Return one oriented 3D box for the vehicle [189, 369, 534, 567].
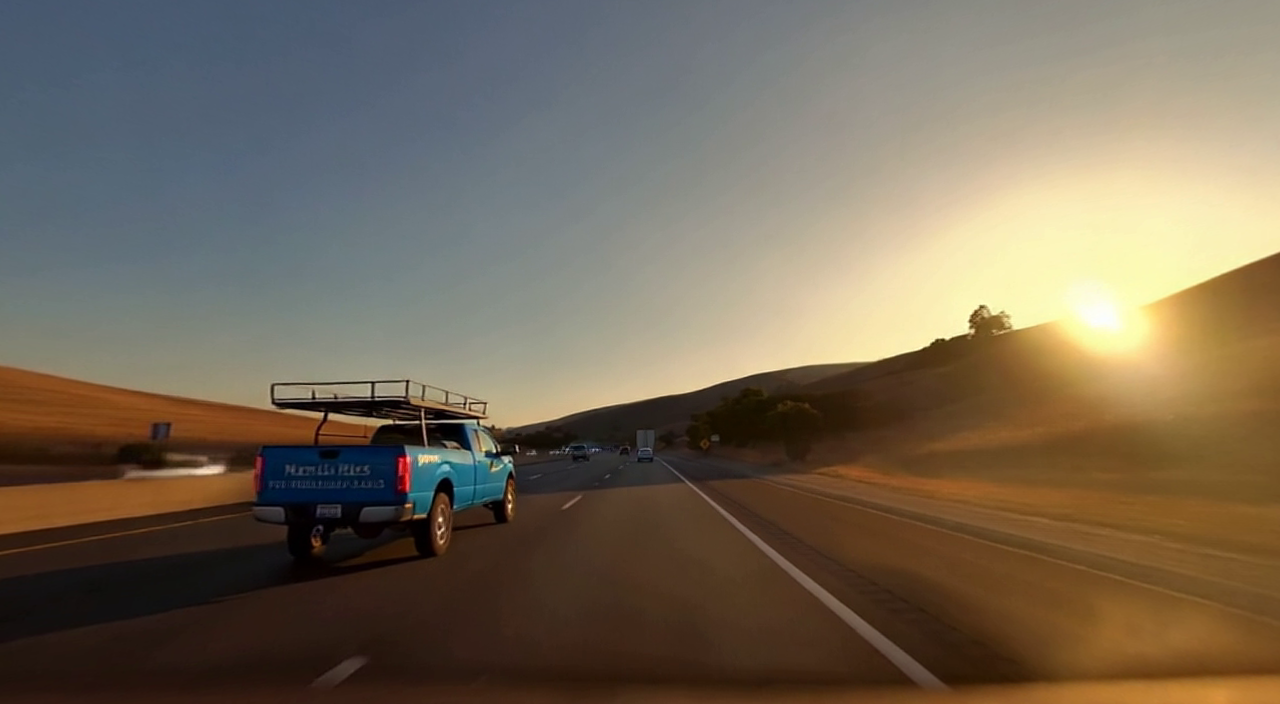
[{"bbox_3d":[-3.859,1.864,10.894,2.791,2.330,6.725,0,-8,1],"label":"vehicle"}]
